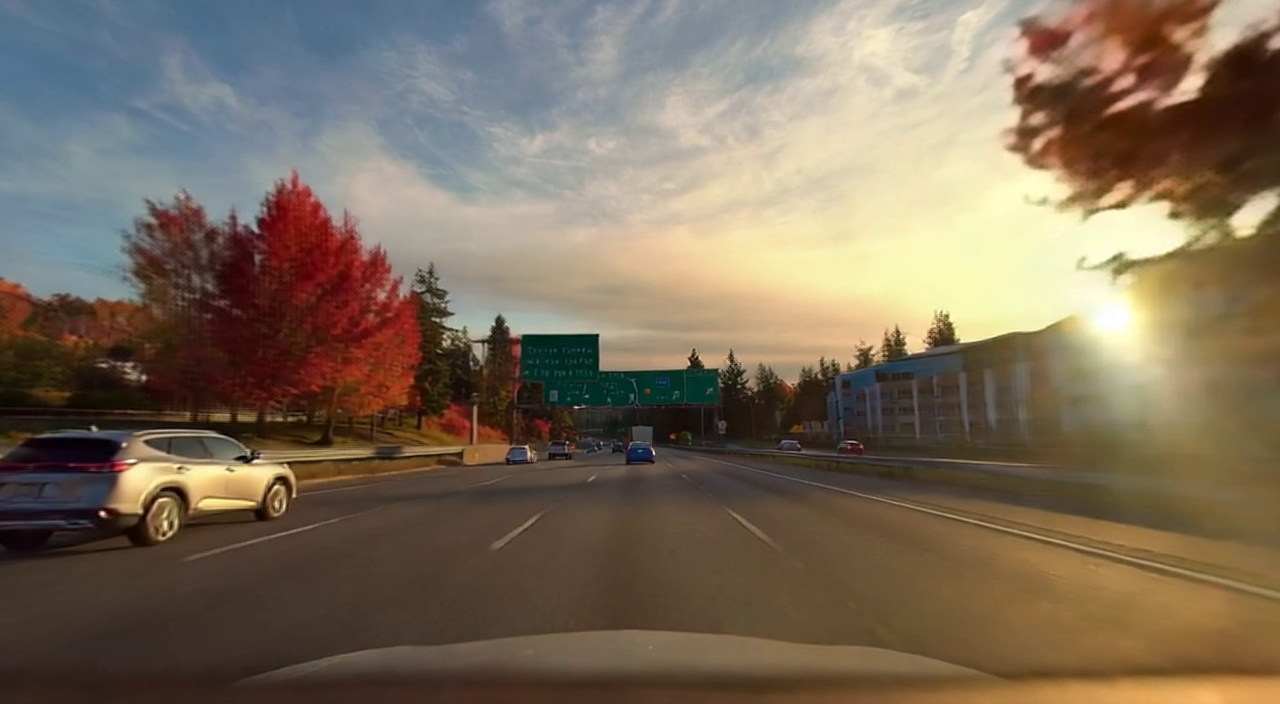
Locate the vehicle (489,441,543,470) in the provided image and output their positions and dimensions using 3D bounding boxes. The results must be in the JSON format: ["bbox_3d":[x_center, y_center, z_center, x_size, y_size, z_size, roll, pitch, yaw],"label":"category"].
[{"bbox_3d":[-6.885,5.823,35.501,2.074,1.495,4.643,0,-8,0],"label":"vehicle"}]

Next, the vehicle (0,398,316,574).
[{"bbox_3d":[-7.126,1.779,9.170,2.146,1.834,4.999,0,-8,0],"label":"vehicle"}]

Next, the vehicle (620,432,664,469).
[{"bbox_3d":[0.094,5.388,34.583,2.245,1.863,4.801,0,-8,0],"label":"vehicle"}]

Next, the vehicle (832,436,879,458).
[{"bbox_3d":[16.942,7.509,49.751,2.019,1.657,4.582,0,-9,-1],"label":"vehicle"}]
